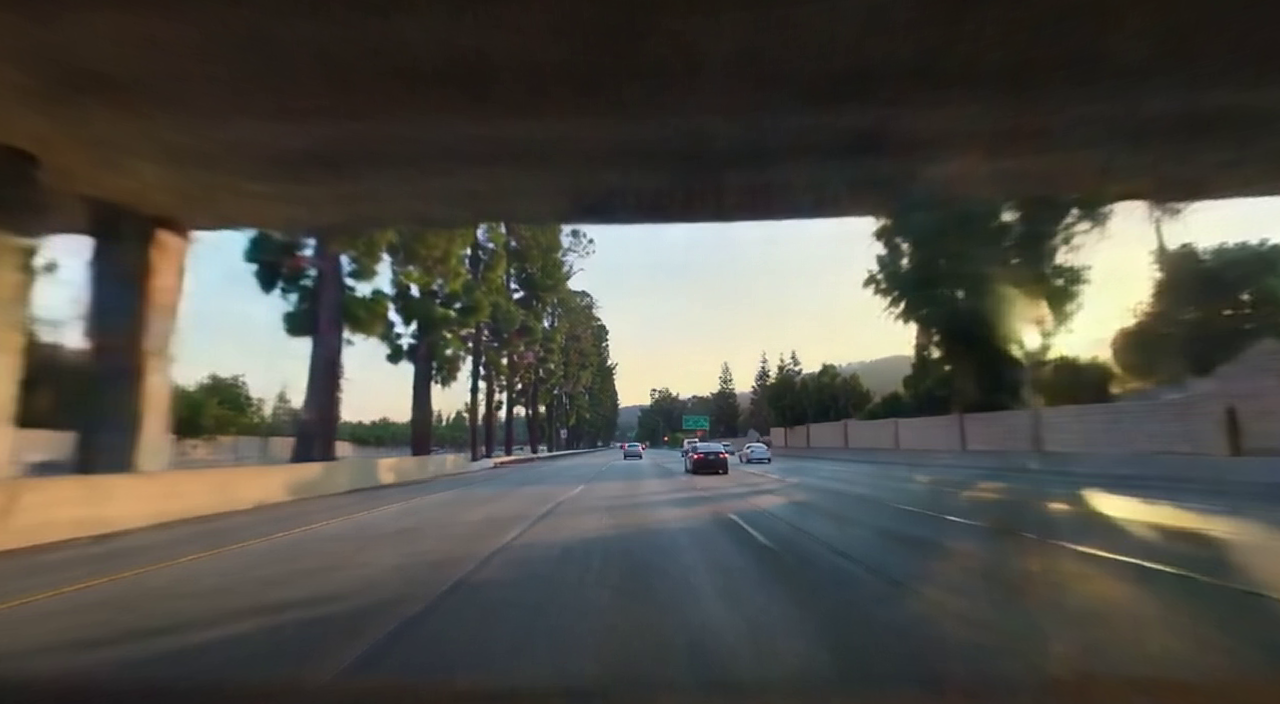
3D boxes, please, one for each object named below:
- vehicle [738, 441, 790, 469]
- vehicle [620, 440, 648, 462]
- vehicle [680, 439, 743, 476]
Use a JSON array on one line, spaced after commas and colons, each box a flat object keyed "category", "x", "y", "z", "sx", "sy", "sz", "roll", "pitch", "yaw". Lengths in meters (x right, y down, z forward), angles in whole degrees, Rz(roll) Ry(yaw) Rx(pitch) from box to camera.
[{"category": "vehicle", "x": 6.973, "y": 5.849, "z": 36.056, "sx": 1.946, "sy": 1.497, "sz": 4.467, "roll": 0, "pitch": -9, "yaw": -2}, {"category": "vehicle", "x": -0.488, "y": 7.422, "z": 47.369, "sx": 2.029, "sy": 1.595, "sz": 4.207, "roll": 0, "pitch": -8, "yaw": -1}, {"category": "vehicle", "x": 3.025, "y": 4.606, "z": 27.775, "sx": 2.076, "sy": 1.472, "sz": 4.562, "roll": 0, "pitch": -9, "yaw": -2}]
